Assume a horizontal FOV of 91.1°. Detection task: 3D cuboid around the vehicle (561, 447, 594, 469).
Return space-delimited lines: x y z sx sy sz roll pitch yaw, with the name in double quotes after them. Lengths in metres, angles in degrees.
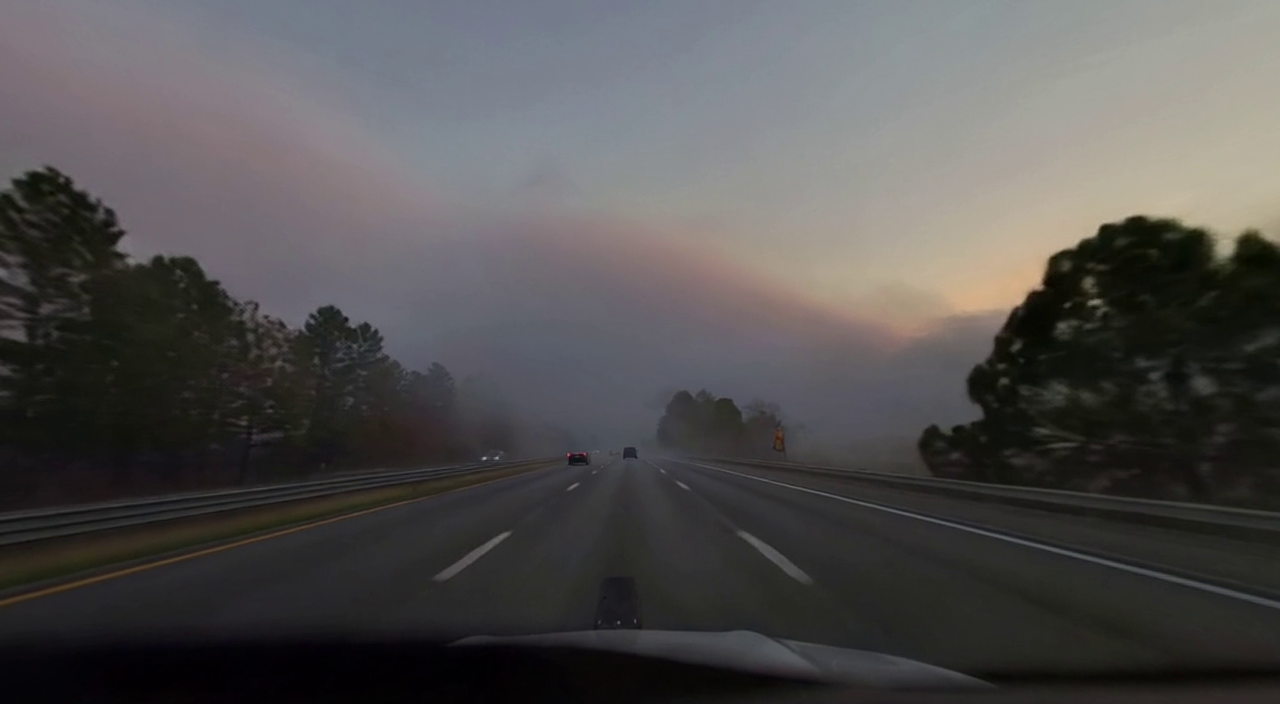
-4.283 7.351 43.787 1.970 1.492 3.944 0 -9 -1 "vehicle"
